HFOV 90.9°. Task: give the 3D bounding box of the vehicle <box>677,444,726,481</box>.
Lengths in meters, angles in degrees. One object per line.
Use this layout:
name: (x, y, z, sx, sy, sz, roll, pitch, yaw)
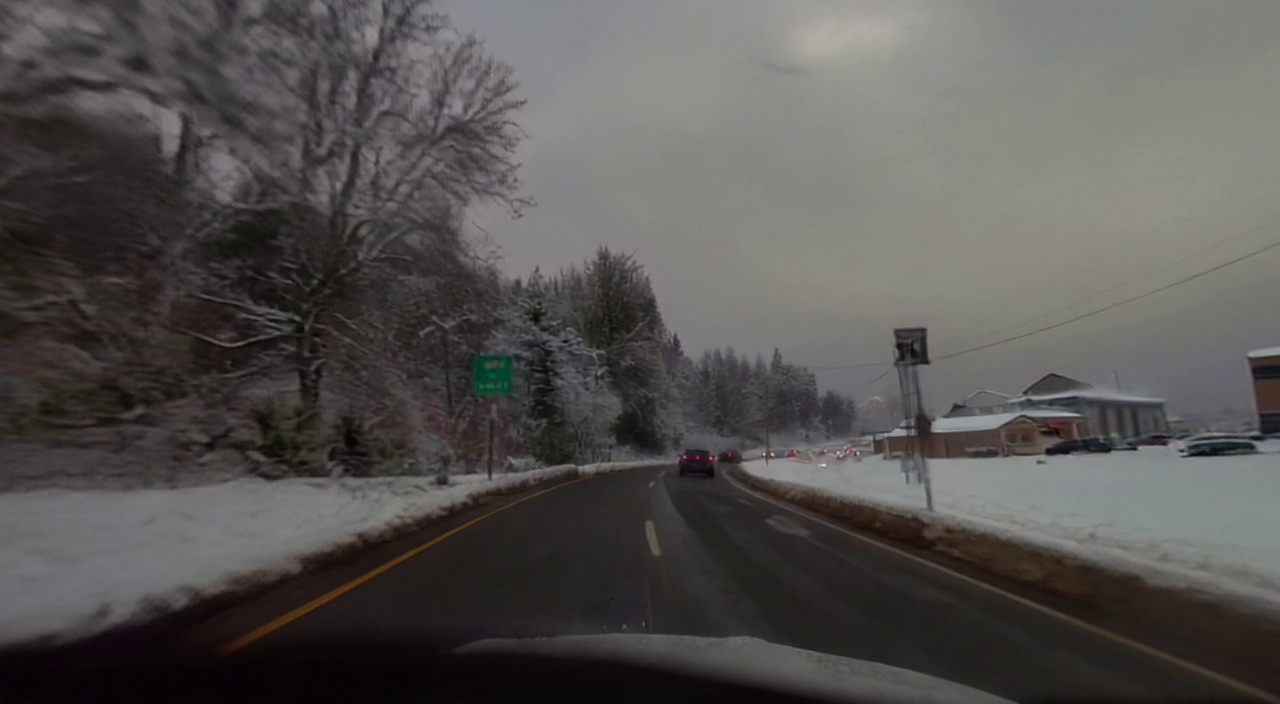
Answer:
vehicle: (2.627, 4.804, 27.836, 1.956, 1.473, 4.640, -1, -8, 3)
